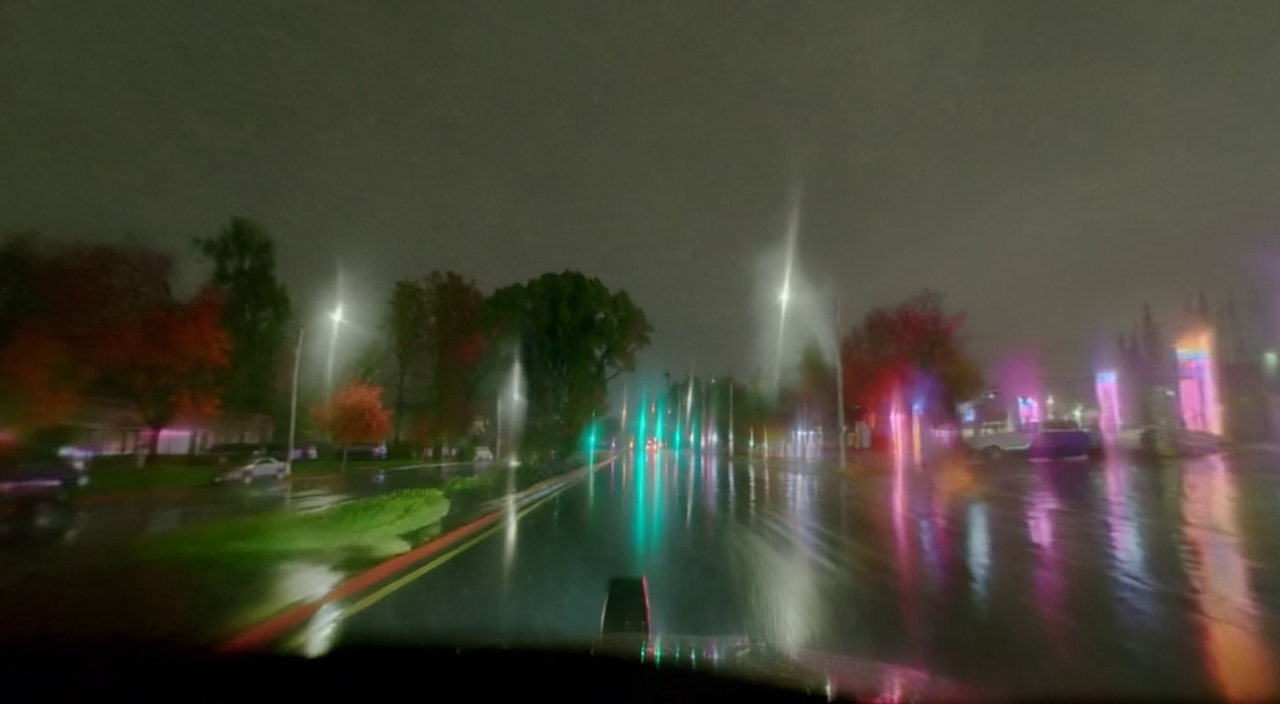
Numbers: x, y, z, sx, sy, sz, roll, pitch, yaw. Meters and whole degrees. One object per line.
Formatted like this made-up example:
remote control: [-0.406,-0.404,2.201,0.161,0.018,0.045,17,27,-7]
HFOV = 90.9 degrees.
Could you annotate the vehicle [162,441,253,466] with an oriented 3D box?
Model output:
vehicle: [-27.630,6.515,40.403,4.336,1.560,1.980,0,-8,0]

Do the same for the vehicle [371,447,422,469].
vehicle: [-18.652,8.129,48.488,1.964,1.618,4.622,0,-8,1]

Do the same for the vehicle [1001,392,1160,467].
vehicle: [21.889,4.001,31.929,3.006,3.375,6.598,0,-8,-2]

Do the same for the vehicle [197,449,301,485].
vehicle: [-18.995,5.561,30.943,1.814,1.577,5.024,0,-8,1]
